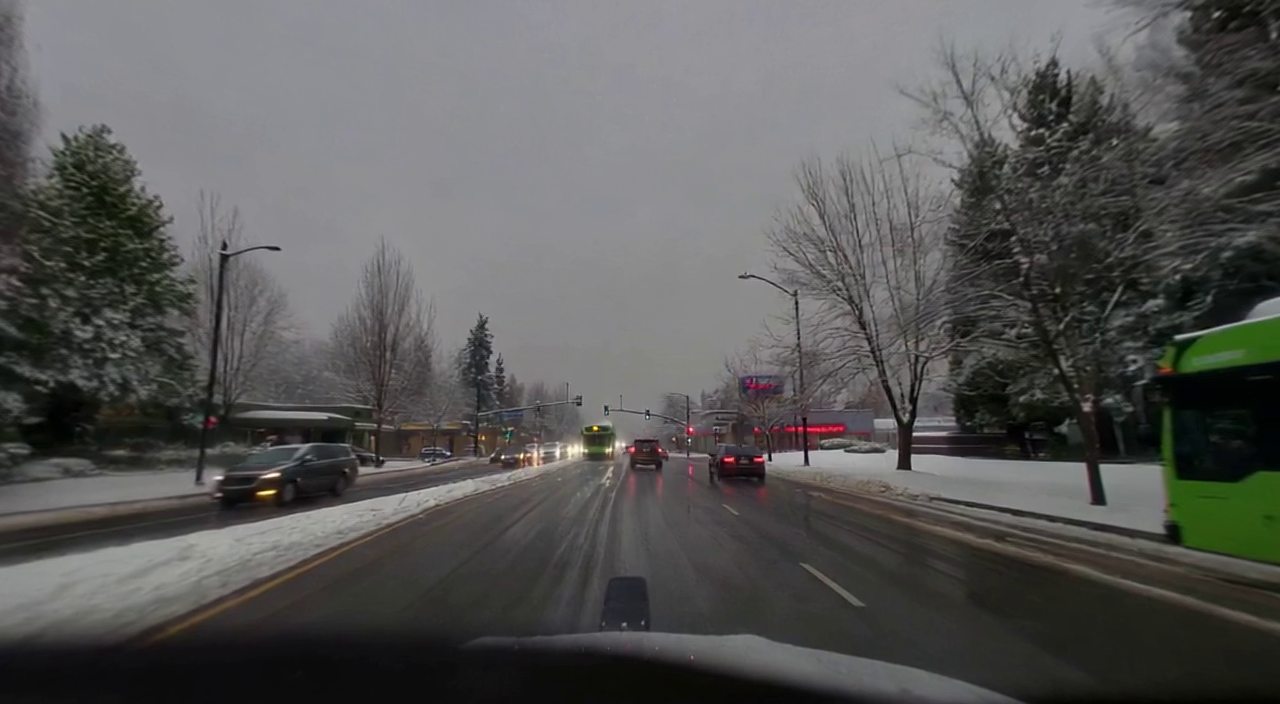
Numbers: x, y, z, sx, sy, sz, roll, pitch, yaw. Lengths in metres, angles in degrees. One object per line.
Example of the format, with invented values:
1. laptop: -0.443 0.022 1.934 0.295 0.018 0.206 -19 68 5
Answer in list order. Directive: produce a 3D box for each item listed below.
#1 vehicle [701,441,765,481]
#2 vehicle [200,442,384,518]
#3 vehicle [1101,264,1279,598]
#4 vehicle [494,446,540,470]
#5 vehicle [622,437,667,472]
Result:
1. vehicle: 3.821 4.543 26.511 2.046 1.540 3.883 0 -8 -1
2. vehicle: -8.166 2.991 15.368 2.010 1.567 4.250 0 -8 1
3. vehicle: 7.665 0.403 3.592 2.998 3.172 9.225 0 -8 0
4. vehicle: -8.168 7.106 42.333 2.228 1.476 4.162 0 -8 0
5. vehicle: 0.209 5.631 34.859 2.301 1.837 4.411 0 -8 0
